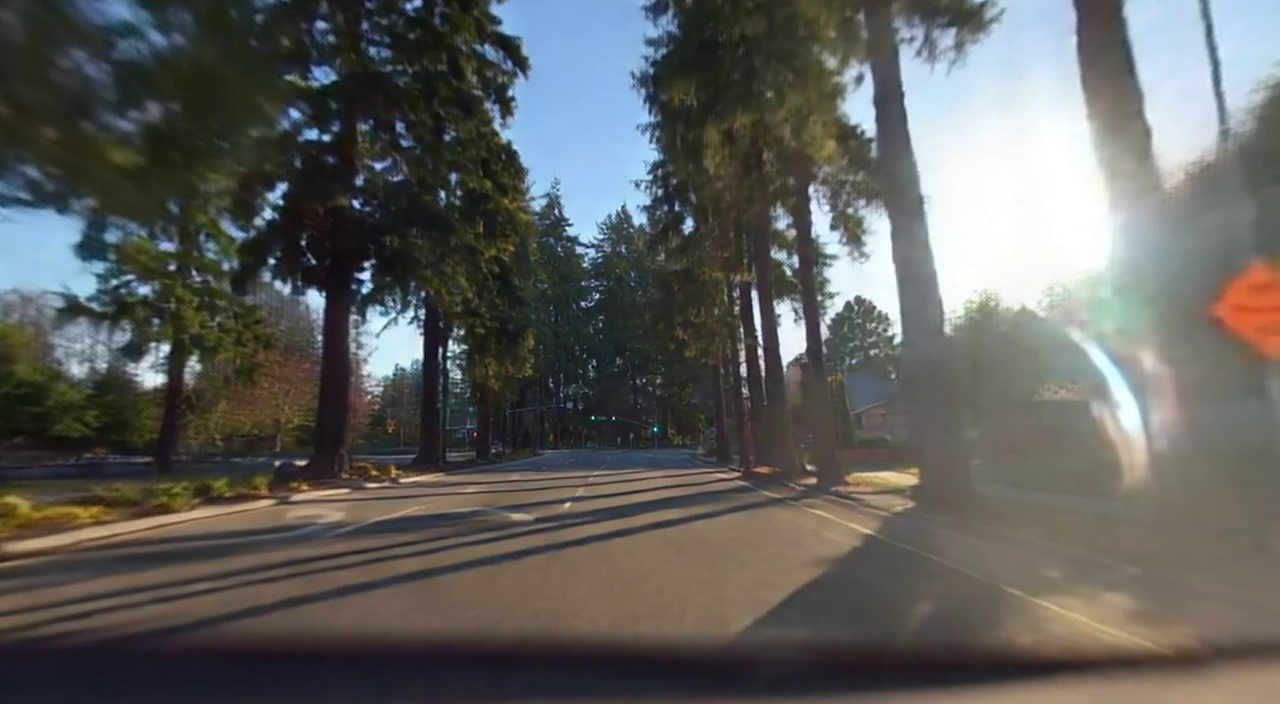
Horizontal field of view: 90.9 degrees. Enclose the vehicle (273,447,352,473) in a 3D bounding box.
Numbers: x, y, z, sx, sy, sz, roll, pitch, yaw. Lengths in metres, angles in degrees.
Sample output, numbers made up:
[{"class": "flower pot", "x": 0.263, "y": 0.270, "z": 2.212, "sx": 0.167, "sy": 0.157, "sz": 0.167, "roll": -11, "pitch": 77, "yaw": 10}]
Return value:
[{"class": "vehicle", "x": -19.813, "y": 6.533, "z": 38.420, "sx": 2.042, "sy": 1.484, "sz": 4.950, "roll": 0, "pitch": -8, "yaw": 2}]
